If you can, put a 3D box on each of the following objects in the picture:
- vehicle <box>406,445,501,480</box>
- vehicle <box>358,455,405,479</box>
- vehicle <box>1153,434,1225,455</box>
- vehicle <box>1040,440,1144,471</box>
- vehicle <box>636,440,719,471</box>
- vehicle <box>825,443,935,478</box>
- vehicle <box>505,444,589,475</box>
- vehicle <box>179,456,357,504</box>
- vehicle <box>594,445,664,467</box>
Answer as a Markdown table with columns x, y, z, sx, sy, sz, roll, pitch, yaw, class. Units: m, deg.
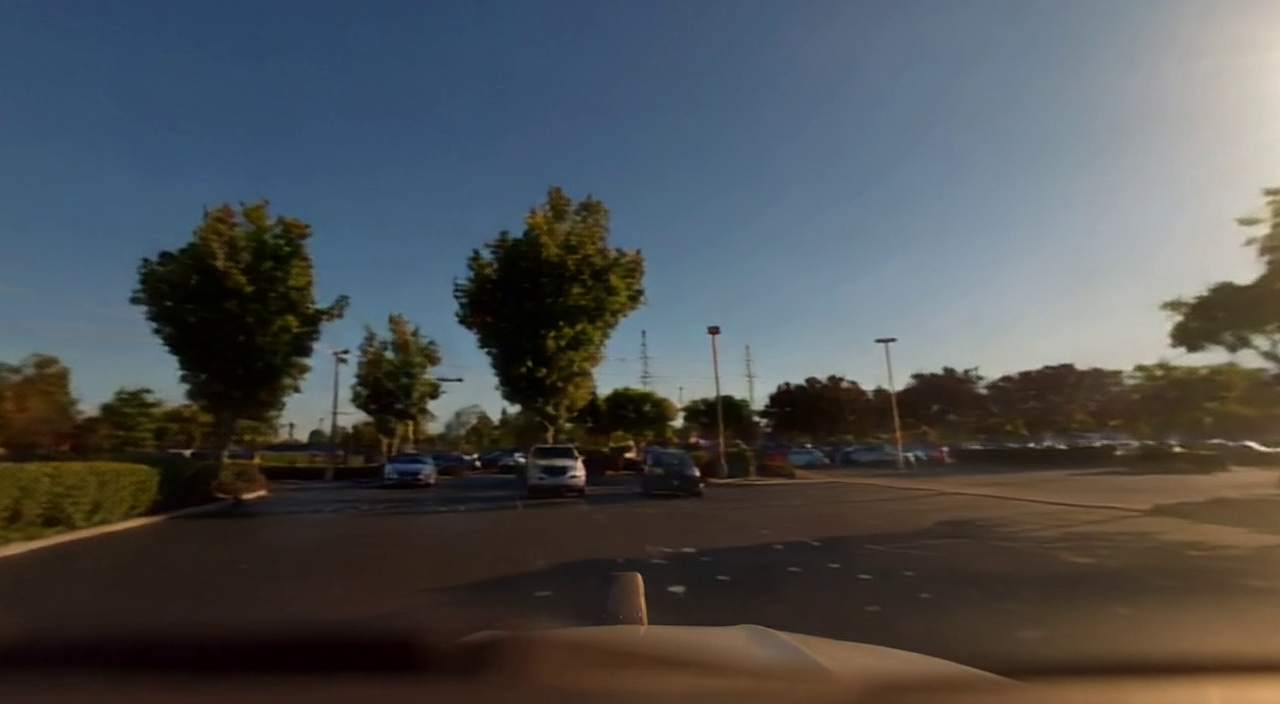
| x | y | z | sx | sy | sz | roll | pitch | yaw | class |
| --- | --- | --- | --- | --- | --- | --- | --- | --- | --- |
| -10.398 | 6.175 | 35.527 | 4.939 | 1.664 | 2.055 | 1 | -5 | -14 | vehicle |
| -16.756 | 7.454 | 41.121 | 2.190 | 1.441 | 3.759 | 2 | -9 | -13 | vehicle |
| 42.710 | 7.179 | 49.209 | 3.754 | 1.531 | 1.895 | -1 | -8 | -1 | vehicle |
| 21.572 | 4.933 | 30.197 | 4.059 | 1.388 | 1.726 | 2 | -9 | -14 | vehicle |
| 2.303 | 6.324 | 38.823 | 4.660 | 1.687 | 1.981 | 2 | -6 | -17 | vehicle |
| 10.435 | 4.715 | 27.562 | 4.106 | 1.449 | 1.760 | 2 | -9 | -14 | vehicle |
| -5.440 | 6.292 | 36.878 | 4.666 | 1.634 | 1.816 | 3 | -13 | -15 | vehicle |
| -12.418 | 4.286 | 21.464 | 4.772 | 1.441 | 1.976 | 2 | -9 | -13 | vehicle |
| -0.761 | 7.278 | 44.440 | 4.601 | 1.484 | 1.839 | 3 | -9 | -20 | vehicle |
